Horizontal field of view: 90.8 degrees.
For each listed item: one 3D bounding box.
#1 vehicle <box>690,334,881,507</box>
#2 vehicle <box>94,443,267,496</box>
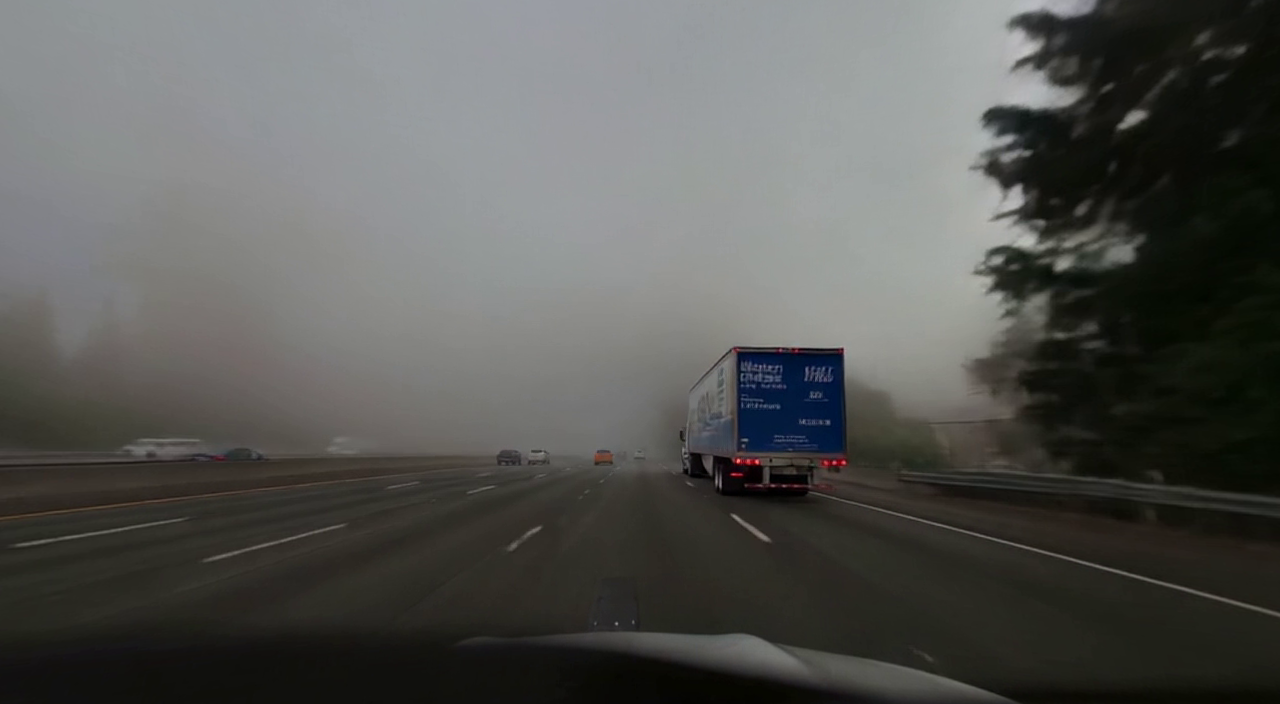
[{"bbox_3d":[4.021,2.743,22.681,3.140,4.100,15.551,0,-9,0],"label":"vehicle"},{"bbox_3d":[-14.503,3.703,20.386,1.982,1.471,4.747,0,-9,0],"label":"vehicle"}]
